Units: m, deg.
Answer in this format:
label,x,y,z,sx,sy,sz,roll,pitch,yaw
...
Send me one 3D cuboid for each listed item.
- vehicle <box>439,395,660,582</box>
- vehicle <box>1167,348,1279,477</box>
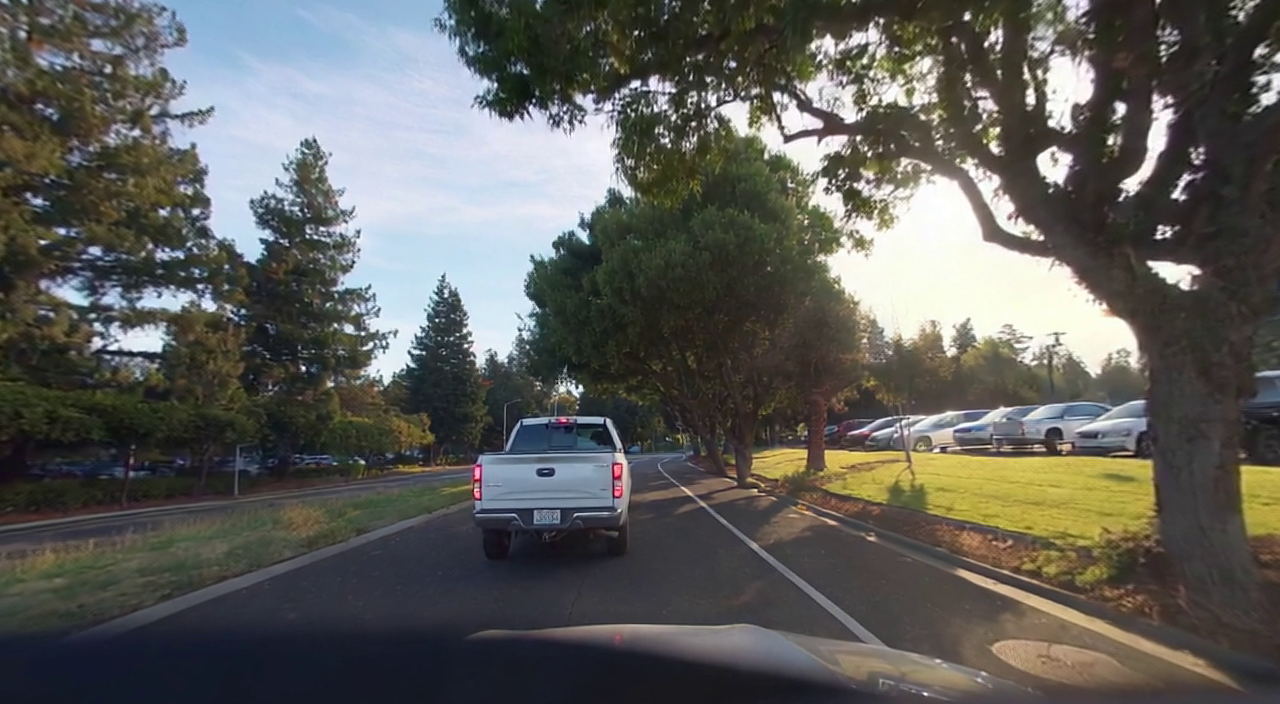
label,x,y,z,sx,sy,sz,roll,pitch,yaw
vehicle,-0.834,1.703,8.773,2.157,1.816,5.039,0,-8,1
vehicle,12.560,1.122,10.636,5.191,1.983,2.335,1,-8,2
